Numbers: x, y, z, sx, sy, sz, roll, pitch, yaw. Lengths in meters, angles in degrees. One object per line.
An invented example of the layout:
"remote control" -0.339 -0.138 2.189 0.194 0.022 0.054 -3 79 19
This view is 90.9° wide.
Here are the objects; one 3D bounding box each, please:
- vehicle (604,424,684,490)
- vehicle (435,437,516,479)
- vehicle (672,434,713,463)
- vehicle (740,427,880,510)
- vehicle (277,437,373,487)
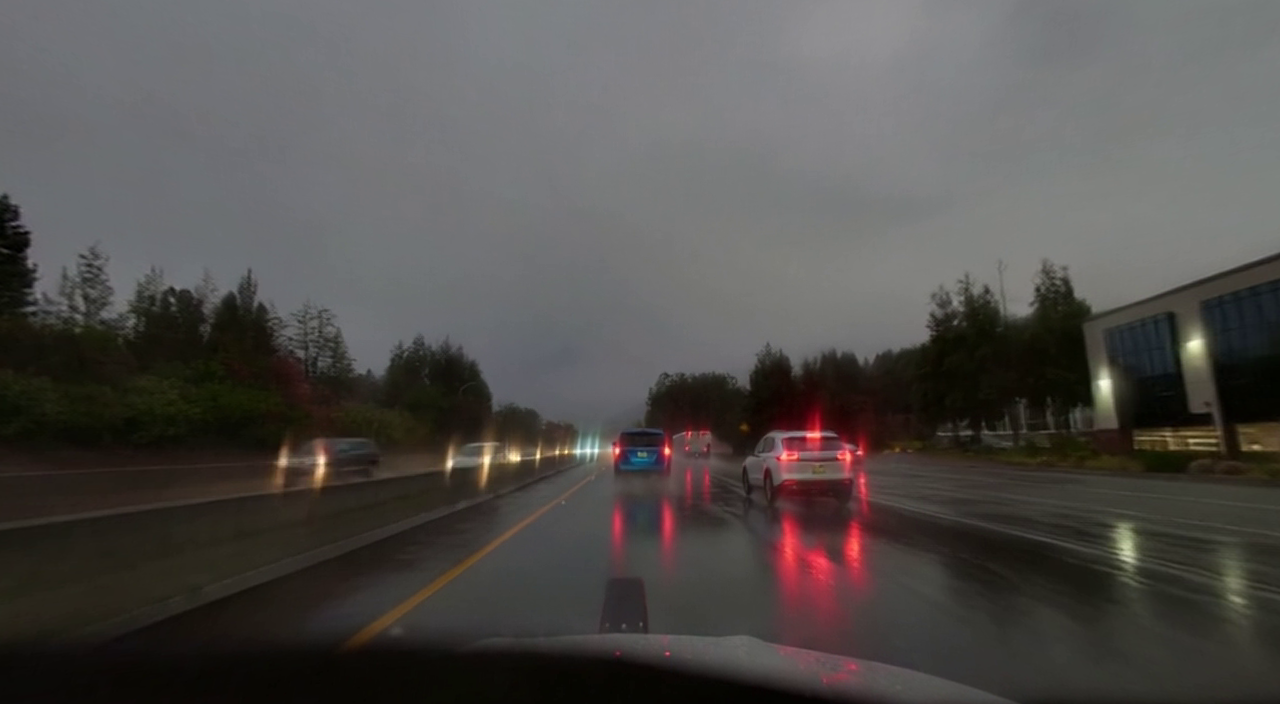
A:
"vehicle" 0.138 3.337 20.357 2.290 1.862 4.454 0 -8 0
"vehicle" -6.997 4.563 27.428 2.201 1.622 4.716 0 -8 1
"vehicle" 3.755 7.043 46.185 2.328 1.987 5.440 0 -8 -1
"vehicle" 3.637 2.577 14.382 2.042 1.592 4.047 0 -8 0
"vehicle" -14.160 4.937 28.711 2.097 1.967 4.612 -2 -8 -1
